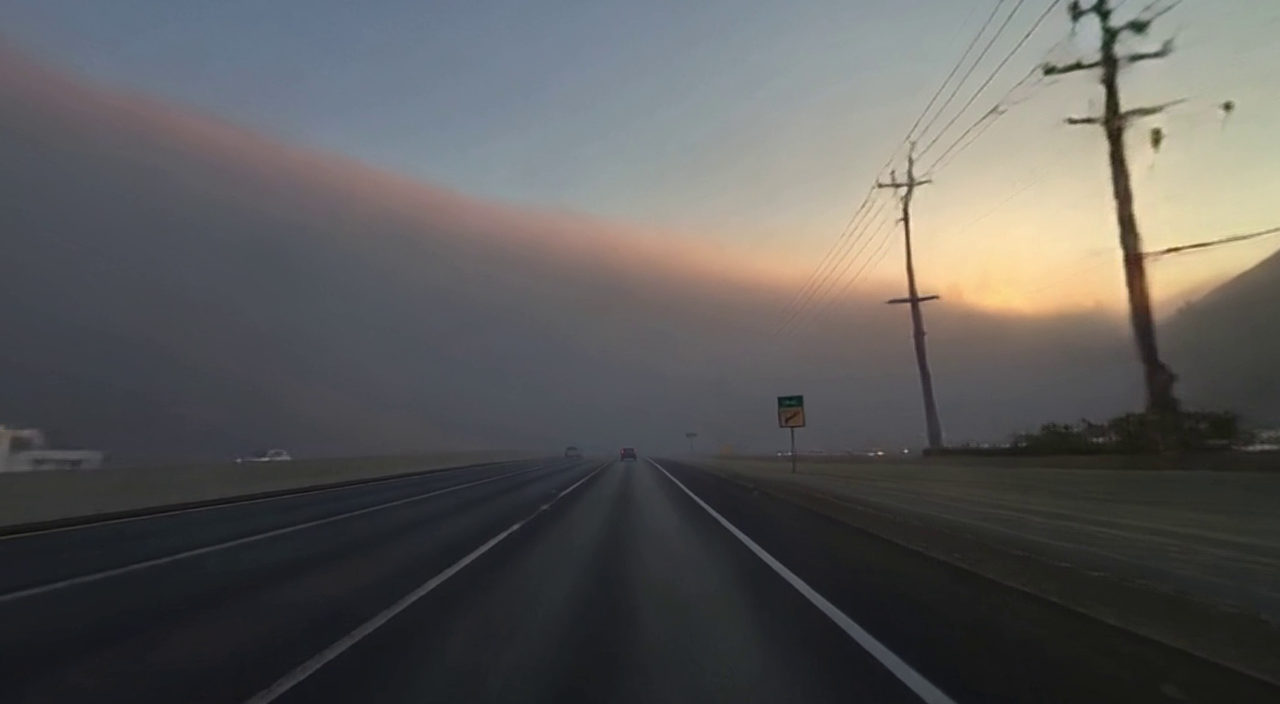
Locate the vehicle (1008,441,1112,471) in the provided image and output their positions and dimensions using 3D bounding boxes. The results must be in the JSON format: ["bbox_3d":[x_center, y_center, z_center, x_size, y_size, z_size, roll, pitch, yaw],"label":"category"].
[{"bbox_3d":[26.972,6.667,41.472,2.662,1.574,14.296,-5,-9,21],"label":"vehicle"}]
